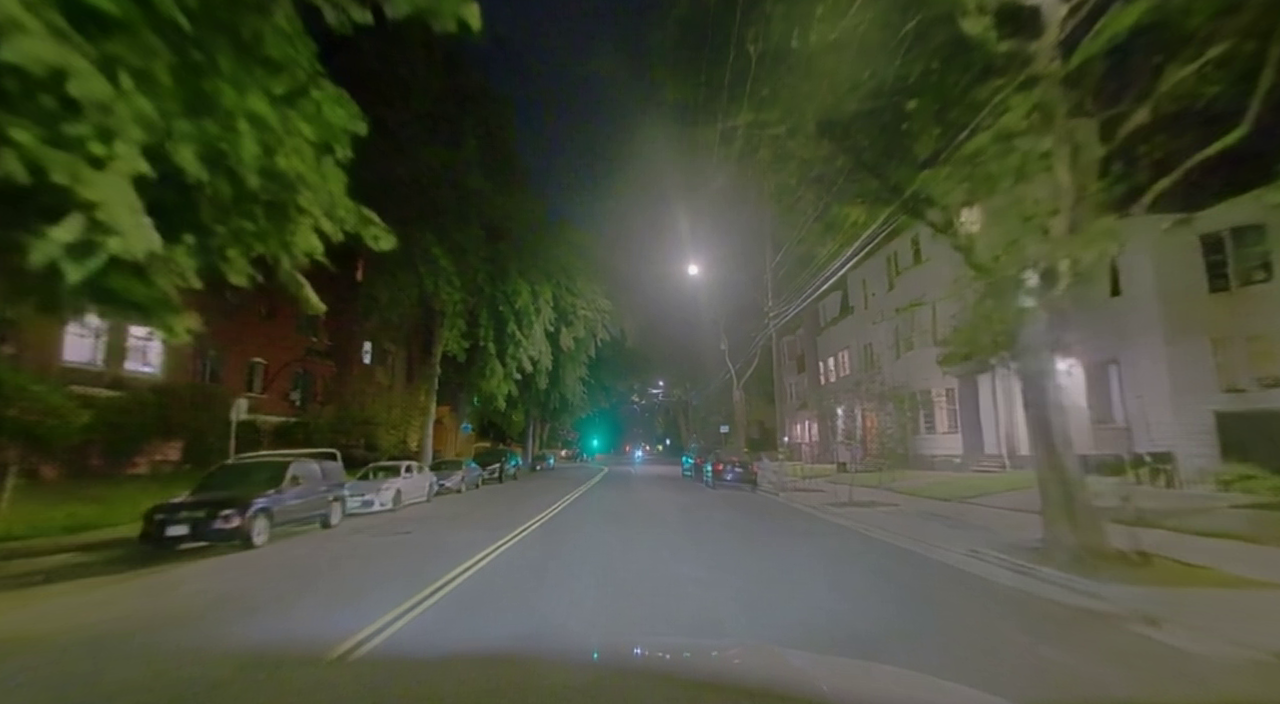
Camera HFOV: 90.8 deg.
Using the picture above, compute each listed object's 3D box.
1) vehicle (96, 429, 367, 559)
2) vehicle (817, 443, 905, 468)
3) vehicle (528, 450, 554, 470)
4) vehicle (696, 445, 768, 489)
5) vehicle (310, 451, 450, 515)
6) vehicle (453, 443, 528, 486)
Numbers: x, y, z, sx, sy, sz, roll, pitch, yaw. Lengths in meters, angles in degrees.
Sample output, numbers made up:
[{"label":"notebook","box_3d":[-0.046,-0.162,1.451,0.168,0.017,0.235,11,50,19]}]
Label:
[{"label":"vehicle","box_3d":[-6.750,2.350,11.200,1.963,1.820,4.297,0,-9,-2]},{"label":"vehicle","box_3d":[16.072,7.528,46.221,5.662,1.761,2.050,0,-9,0]},{"label":"vehicle","box_3d":[-7.669,8.401,49.208,1.902,1.456,4.451,1,-9,-7]},{"label":"vehicle","box_3d":[3.289,4.215,23.446,1.869,1.453,4.237,0,-9,-2]},{"label":"vehicle","box_3d":[-6.839,3.464,17.244,1.860,1.469,4.573,0,-9,0]},{"label":"vehicle","box_3d":[-6.807,5.166,29.442,2.151,1.789,5.482,0,-9,0]}]
